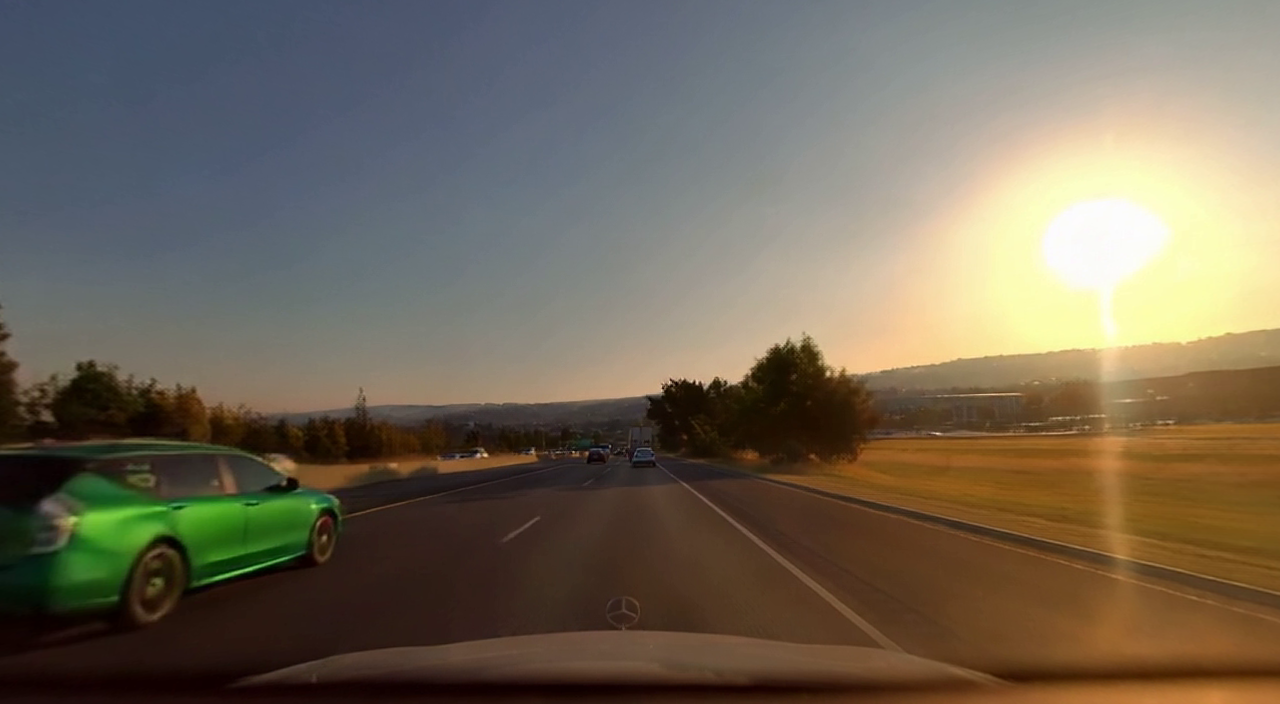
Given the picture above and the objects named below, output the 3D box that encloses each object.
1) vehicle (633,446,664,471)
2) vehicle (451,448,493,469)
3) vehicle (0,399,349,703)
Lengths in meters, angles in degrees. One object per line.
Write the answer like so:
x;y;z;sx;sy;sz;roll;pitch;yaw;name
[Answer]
0.526;7.141;42.389;1.992;1.593;3.937;0;-9;-1;vehicle
-12.809;8.138;48.257;1.965;1.523;4.502;0;-9;0;vehicle
-4.252;1.281;4.794;2.172;1.548;3.953;0;-9;0;vehicle
